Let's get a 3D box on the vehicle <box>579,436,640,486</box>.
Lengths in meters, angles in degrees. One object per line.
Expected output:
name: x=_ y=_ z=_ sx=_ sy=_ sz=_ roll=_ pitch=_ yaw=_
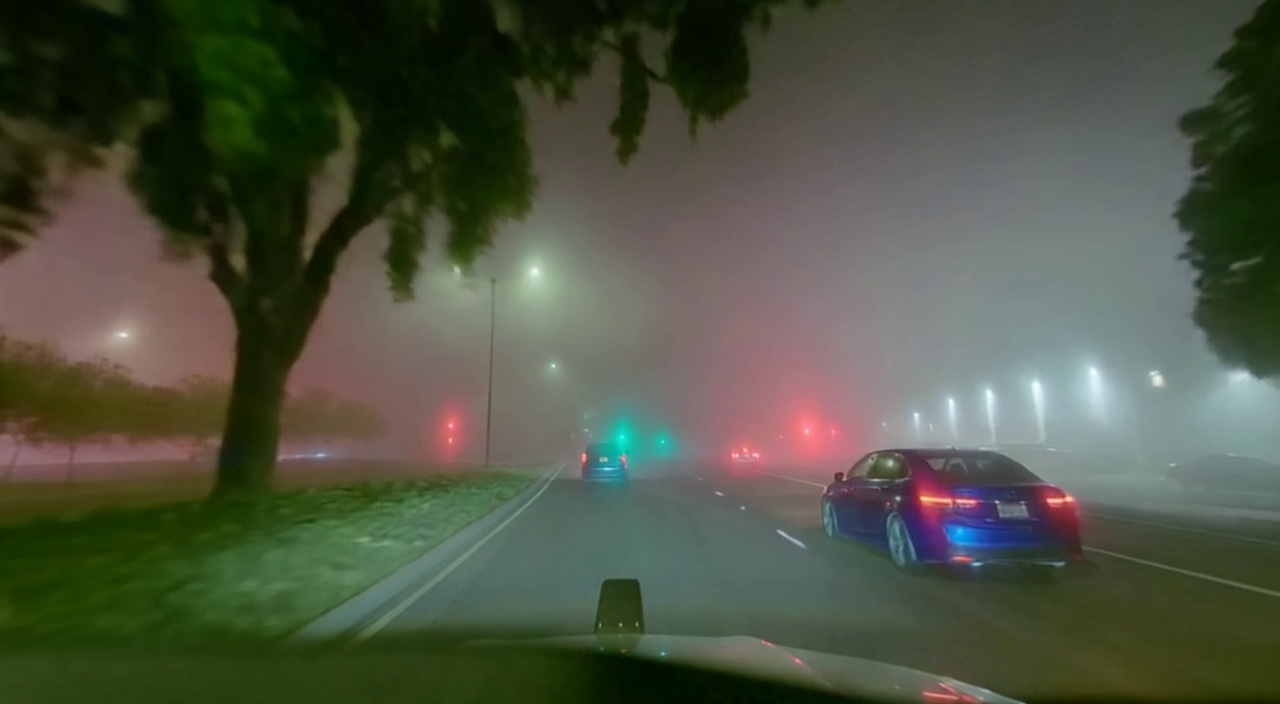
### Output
vehicle: x=-1.176 y=4.065 z=23.845 sx=2.085 sy=1.693 sz=4.301 roll=0 pitch=-8 yaw=-3

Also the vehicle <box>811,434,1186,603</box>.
vehicle: x=3.665 y=1.748 z=7.626 sx=1.918 sy=1.418 sz=4.360 roll=0 pitch=-8 yaw=-1

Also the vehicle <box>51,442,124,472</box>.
vehicle: x=-38.604 y=7.303 z=44.283 sx=2.113 sy=1.937 sz=4.491 roll=3 pitch=-9 yaw=-18

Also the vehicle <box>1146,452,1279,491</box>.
vehicle: x=22.911 y=4.667 z=25.030 sx=1.666 sy=1.358 sz=4.131 roll=2 pitch=-9 yaw=-16
